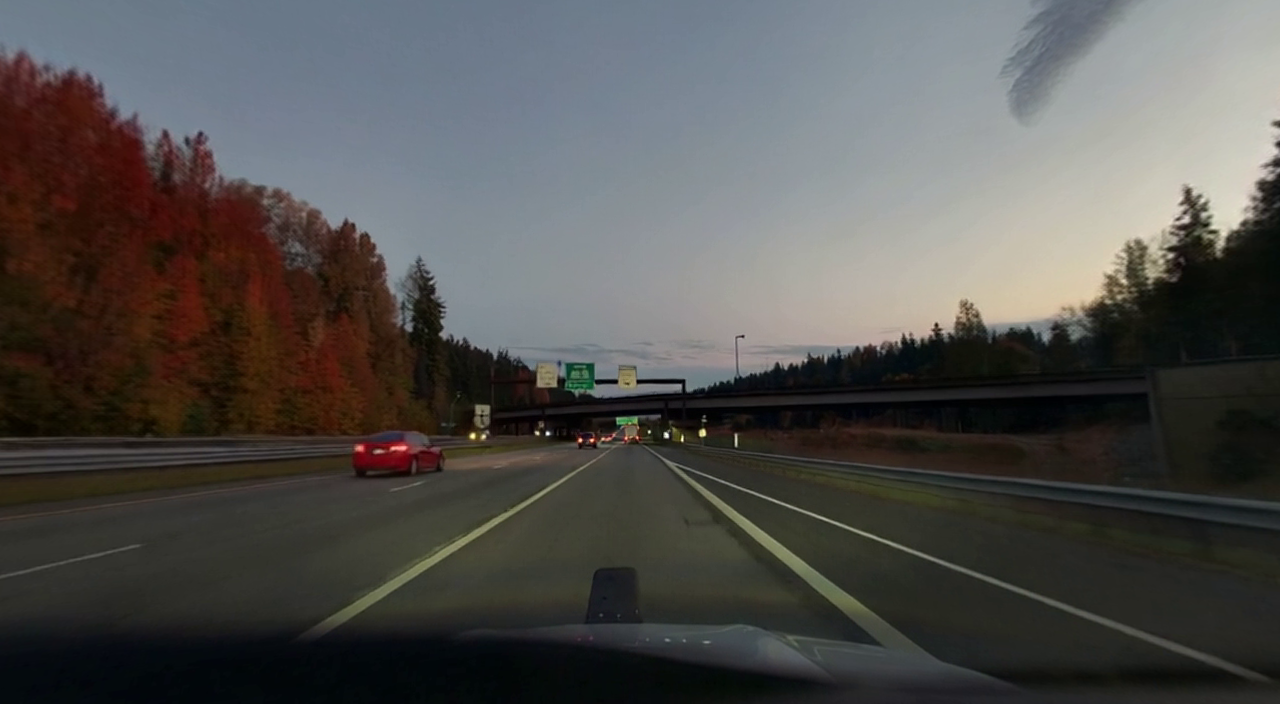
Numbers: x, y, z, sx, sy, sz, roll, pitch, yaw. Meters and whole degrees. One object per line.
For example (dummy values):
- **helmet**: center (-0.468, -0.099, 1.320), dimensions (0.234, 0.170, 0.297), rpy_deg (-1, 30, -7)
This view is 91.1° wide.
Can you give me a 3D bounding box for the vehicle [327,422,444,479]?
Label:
- **vehicle**: center (-8.203, 3.212, 20.826), dimensions (1.987, 1.677, 4.580), rpy_deg (0, -8, 0)
